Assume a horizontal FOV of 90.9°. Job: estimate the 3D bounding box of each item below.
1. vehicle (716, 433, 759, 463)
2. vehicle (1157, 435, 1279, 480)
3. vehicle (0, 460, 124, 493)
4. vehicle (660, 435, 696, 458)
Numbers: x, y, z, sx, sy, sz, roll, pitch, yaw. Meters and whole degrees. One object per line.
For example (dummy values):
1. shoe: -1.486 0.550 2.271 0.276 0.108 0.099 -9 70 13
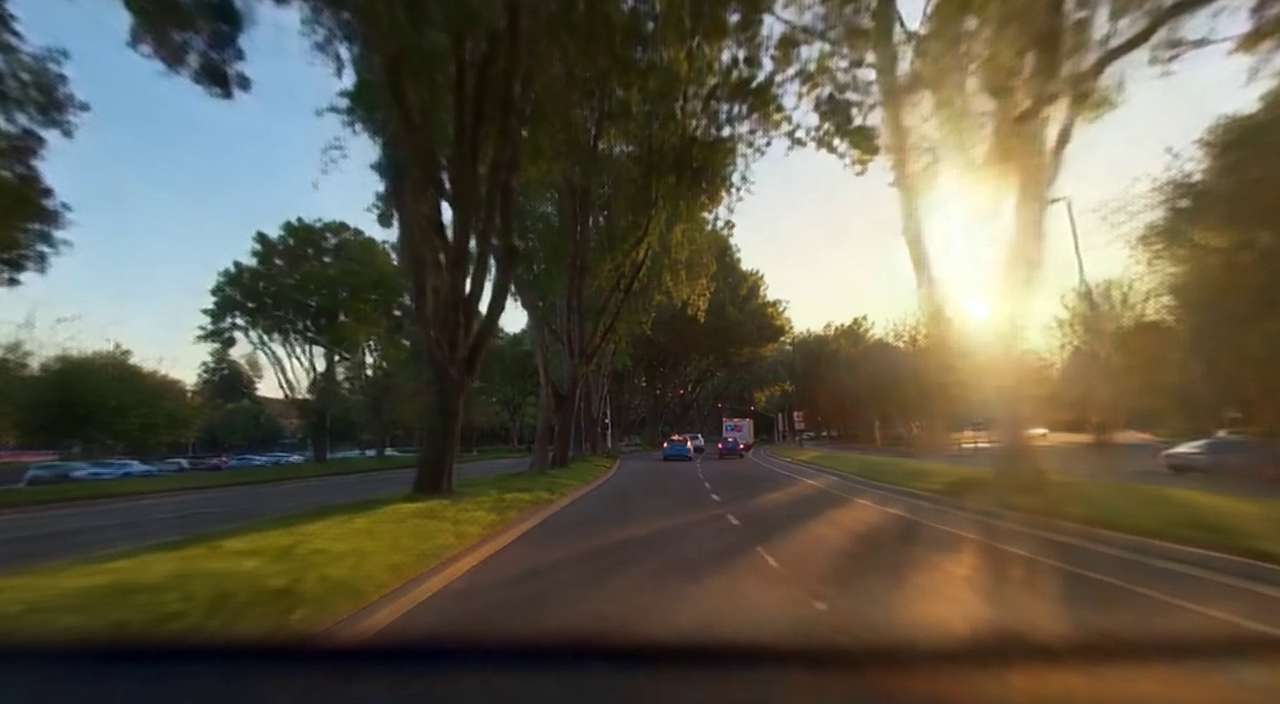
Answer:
1. vehicle: 5.271 5.251 34.625 1.989 1.497 4.436 -1 -8 5
2. vehicle: 20.500 3.516 21.093 4.627 1.418 1.800 -1 -8 6
3. vehicle: -27.812 5.979 30.367 4.275 1.430 1.878 -1 -8 3
4. vehicle: 2.639 6.431 43.043 2.066 1.482 4.273 -1 -8 8
